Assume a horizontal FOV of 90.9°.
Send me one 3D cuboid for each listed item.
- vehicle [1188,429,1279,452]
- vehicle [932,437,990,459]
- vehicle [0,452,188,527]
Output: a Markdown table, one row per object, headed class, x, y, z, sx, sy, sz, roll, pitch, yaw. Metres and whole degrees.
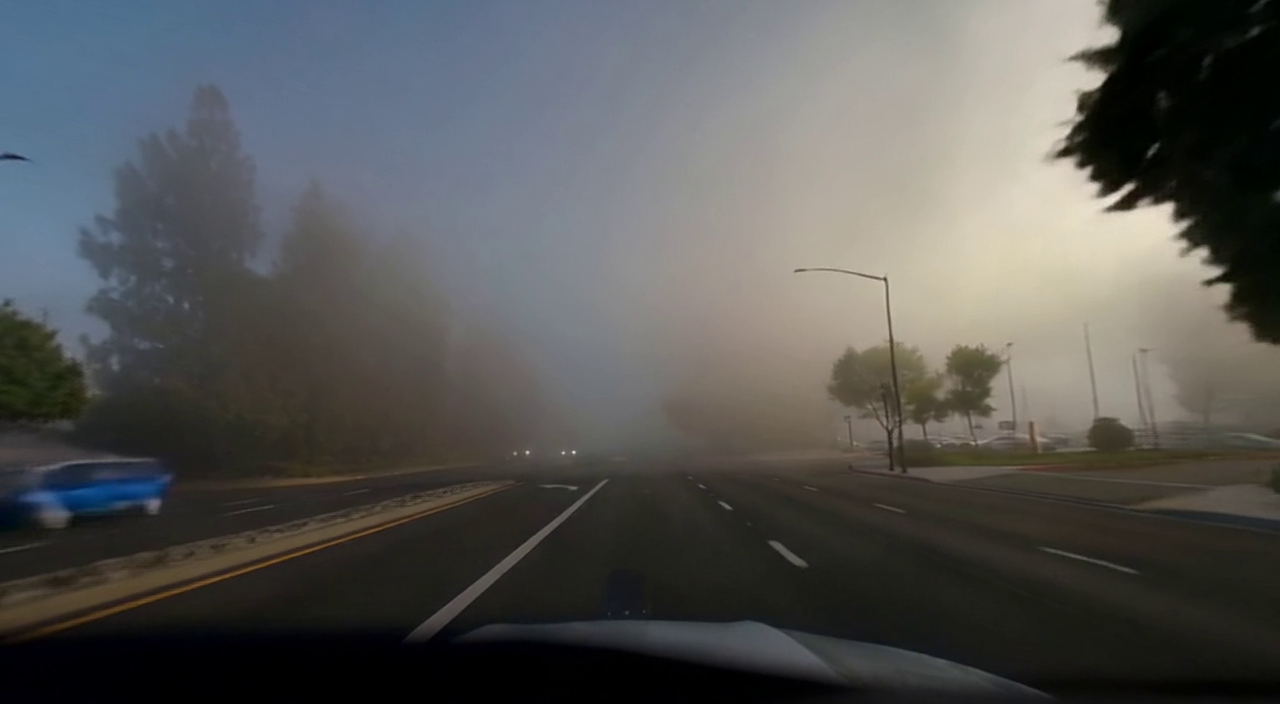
| class | x | y | z | sx | sy | sz | roll | pitch | yaw |
| --- | --- | --- | --- | --- | --- | --- | --- | --- | --- |
| vehicle | 39.269 | 5.831 | 41.256 | 1.790 | 1.416 | 4.627 | 5 | -10 | -32 |
| vehicle | 25.188 | 7.499 | 49.412 | 4.512 | 1.648 | 1.938 | 6 | -10 | -33 |
| vehicle | -15.104 | 3.657 | 17.368 | 1.983 | 1.725 | 4.359 | 0 | -8 | 1 |
